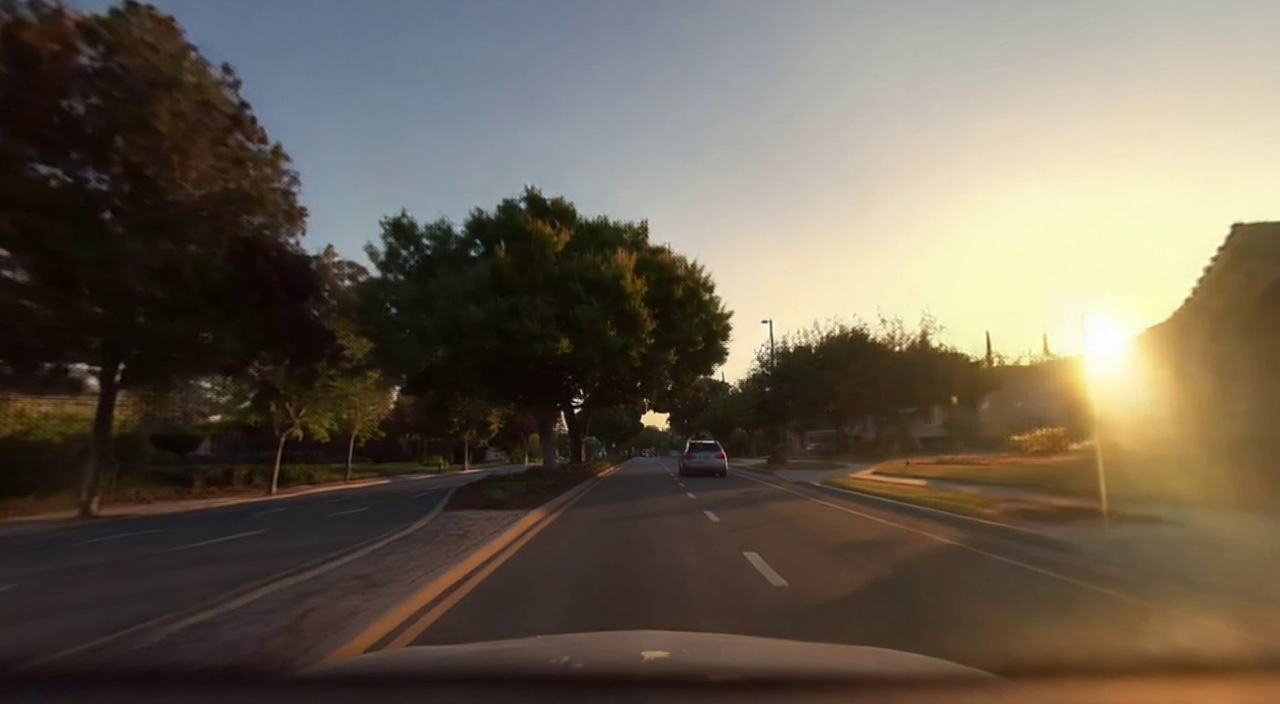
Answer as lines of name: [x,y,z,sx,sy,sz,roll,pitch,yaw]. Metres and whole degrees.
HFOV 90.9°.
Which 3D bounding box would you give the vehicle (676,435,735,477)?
vehicle: [2.898,4.738,28.908,2.180,1.773,4.639,0,-9,-1]
